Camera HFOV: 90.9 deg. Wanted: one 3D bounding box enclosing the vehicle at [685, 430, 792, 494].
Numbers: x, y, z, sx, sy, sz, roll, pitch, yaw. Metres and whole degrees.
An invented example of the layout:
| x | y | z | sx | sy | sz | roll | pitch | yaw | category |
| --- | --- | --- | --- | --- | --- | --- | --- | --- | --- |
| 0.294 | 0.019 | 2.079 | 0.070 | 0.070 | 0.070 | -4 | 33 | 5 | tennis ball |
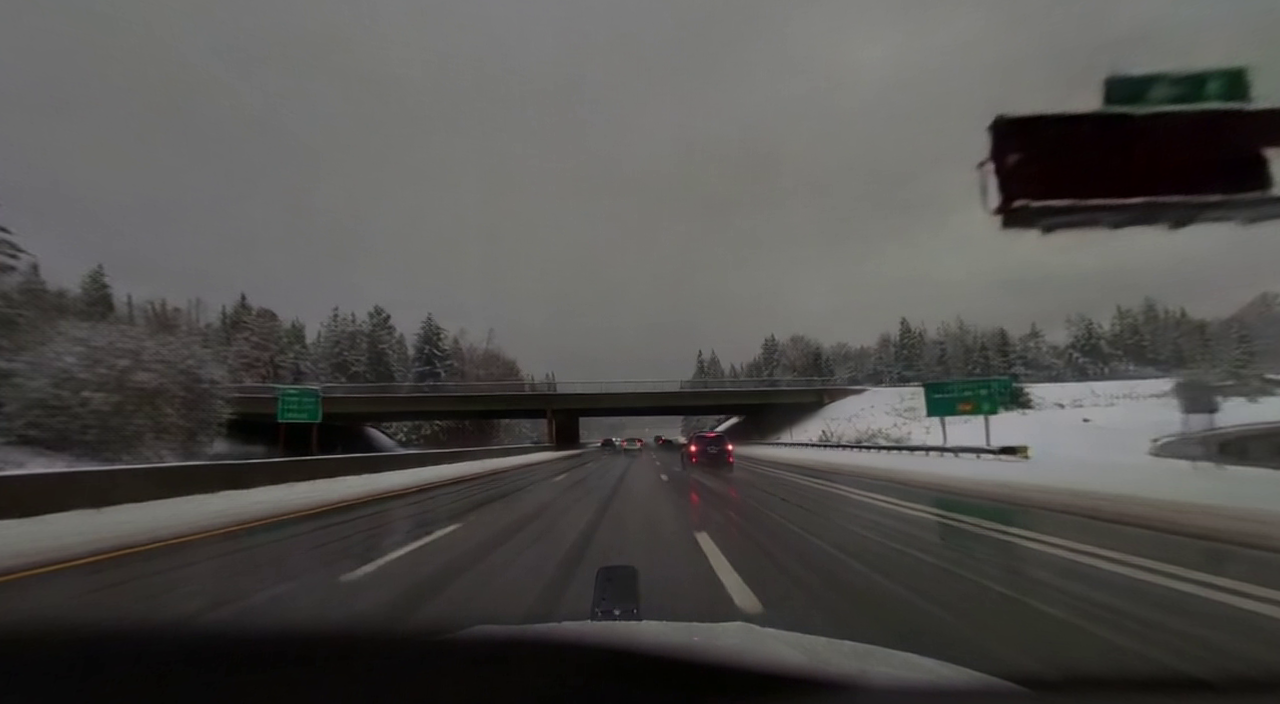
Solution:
| x | y | z | sx | sy | sz | roll | pitch | yaw | category |
| --- | --- | --- | --- | --- | --- | --- | --- | --- | --- |
| 2.730 | 3.205 | 18.863 | 2.240 | 1.646 | 4.949 | 0 | -8 | -2 | vehicle |
